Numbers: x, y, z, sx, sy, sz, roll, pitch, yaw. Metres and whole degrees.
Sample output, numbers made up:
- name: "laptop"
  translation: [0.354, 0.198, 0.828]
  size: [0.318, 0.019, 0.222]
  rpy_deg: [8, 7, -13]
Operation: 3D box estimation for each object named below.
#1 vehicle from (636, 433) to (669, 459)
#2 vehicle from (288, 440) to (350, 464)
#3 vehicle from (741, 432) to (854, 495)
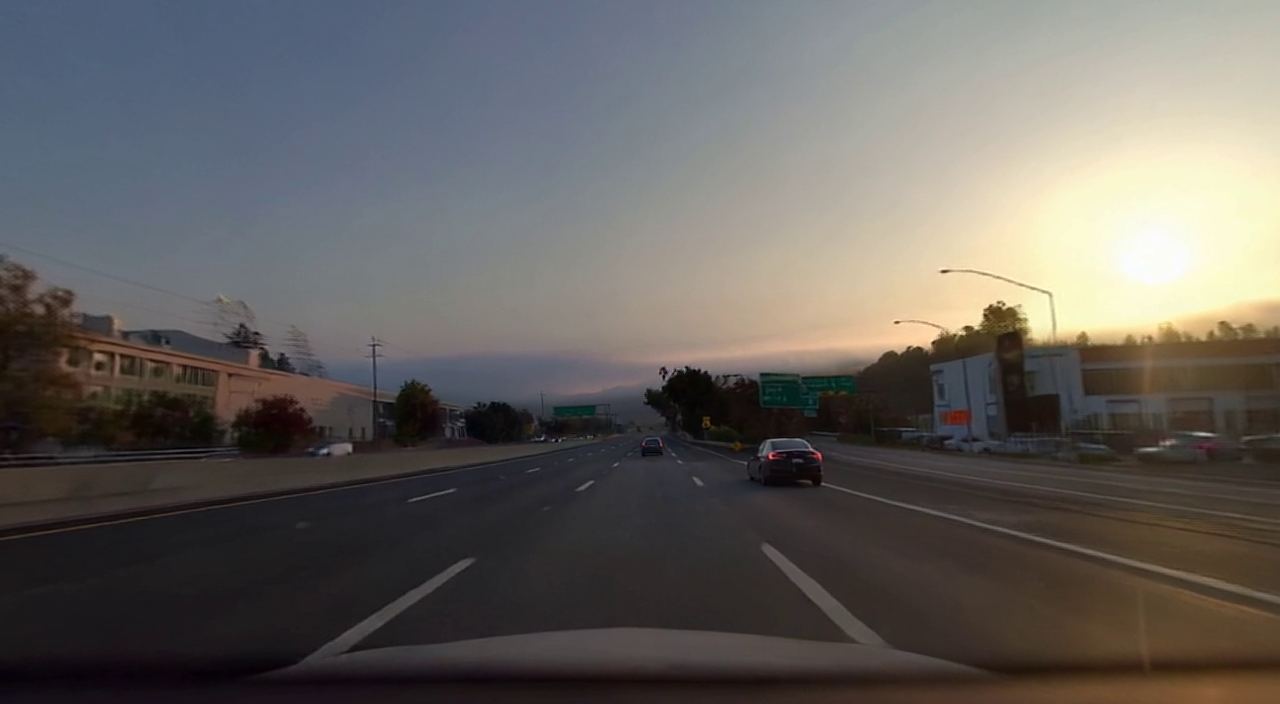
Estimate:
- name: "vehicle"
  translation: [0.855, 6.582, 44.074]
  size: [2.127, 1.692, 4.382]
  rpy_deg: [0, -9, 1]
- name: "vehicle"
  translation: [-23.881, 7.449, 47.207]
  size: [1.937, 1.623, 4.882]
  rpy_deg: [0, -9, 2]
- name: "vehicle"
  translation: [4.252, 3.095, 17.902]
  size: [2.029, 1.528, 4.644]
  rpy_deg: [0, -9, 0]
